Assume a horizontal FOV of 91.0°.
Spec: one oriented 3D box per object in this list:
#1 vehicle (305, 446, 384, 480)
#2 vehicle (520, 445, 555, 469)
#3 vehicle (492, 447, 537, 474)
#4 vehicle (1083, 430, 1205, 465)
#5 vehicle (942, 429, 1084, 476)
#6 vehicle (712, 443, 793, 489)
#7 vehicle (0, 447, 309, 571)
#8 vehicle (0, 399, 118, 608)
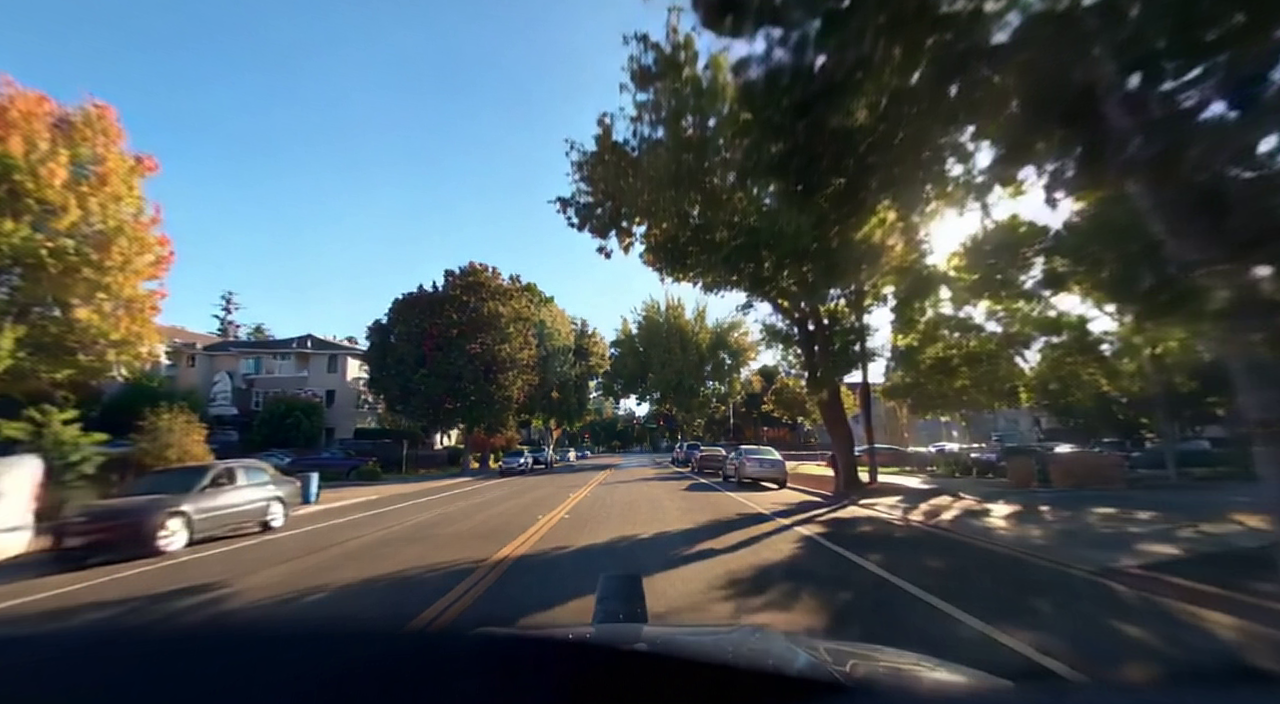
[{"bbox_3d":[-14.359,5.397,30.863,1.921,1.518,3.799,-1,-8,2],"label":"vehicle"},{"bbox_3d":[-7.697,7.873,47.450,1.994,1.718,4.518,0,-8,-2],"label":"vehicle"},{"bbox_3d":[-7.717,6.666,38.886,1.976,1.554,3.654,-1,-8,1],"label":"vehicle"},{"bbox_3d":[25.369,4.833,31.825,4.196,1.609,2.157,-1,-9,2],"label":"vehicle"},{"bbox_3d":[12.646,3.423,21.482,3.731,1.491,1.678,0,-8,-1],"label":"vehicle"},{"bbox_3d":[3.904,4.048,22.763,2.005,1.466,4.767,0,-8,0],"label":"vehicle"},{"bbox_3d":[-7.275,2.269,9.959,1.917,1.505,4.087,0,-8,-2],"label":"vehicle"},{"bbox_3d":[-7.377,1.191,4.267,2.613,1.959,5.843,0,-8,0],"label":"vehicle"}]
